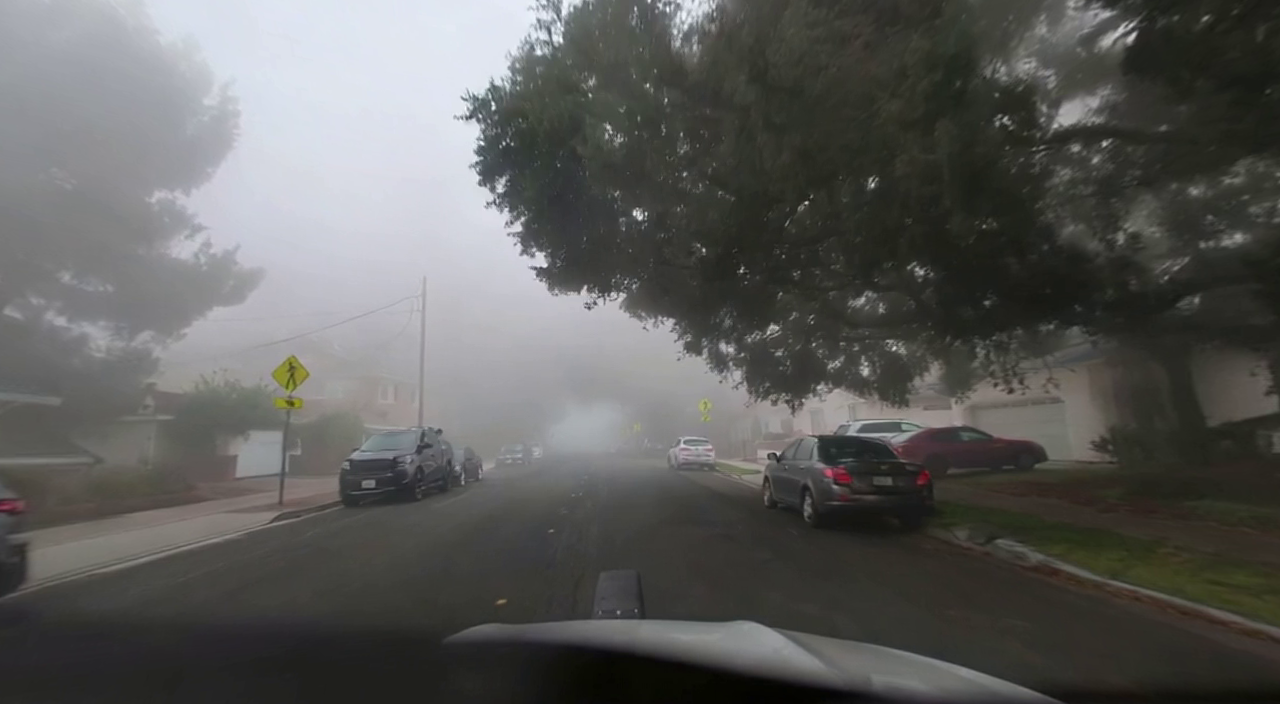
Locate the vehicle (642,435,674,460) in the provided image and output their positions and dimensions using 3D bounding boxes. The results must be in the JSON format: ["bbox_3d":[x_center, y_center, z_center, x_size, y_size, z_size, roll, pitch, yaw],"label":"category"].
[{"bbox_3d":[1.213,6.827,45.237,1.997,1.663,4.544,0,-8,-2],"label":"vehicle"}]

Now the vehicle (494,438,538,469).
[{"bbox_3d":[-7.125,5.863,36.783,1.972,1.502,5.530,1,-7,-5],"label":"vehicle"}]

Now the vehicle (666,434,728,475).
[{"bbox_3d":[2.318,4.286,26.824,1.875,1.568,4.899,0,-8,-3],"label":"vehicle"}]

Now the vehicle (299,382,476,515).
[{"bbox_3d":[-5.964,2.369,15.977,2.270,2.706,5.871,1,-8,-3],"label":"vehicle"}]

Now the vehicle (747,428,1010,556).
[{"bbox_3d":[3.282,1.978,9.886,1.972,1.492,4.506,0,-8,-6],"label":"vehicle"}]
